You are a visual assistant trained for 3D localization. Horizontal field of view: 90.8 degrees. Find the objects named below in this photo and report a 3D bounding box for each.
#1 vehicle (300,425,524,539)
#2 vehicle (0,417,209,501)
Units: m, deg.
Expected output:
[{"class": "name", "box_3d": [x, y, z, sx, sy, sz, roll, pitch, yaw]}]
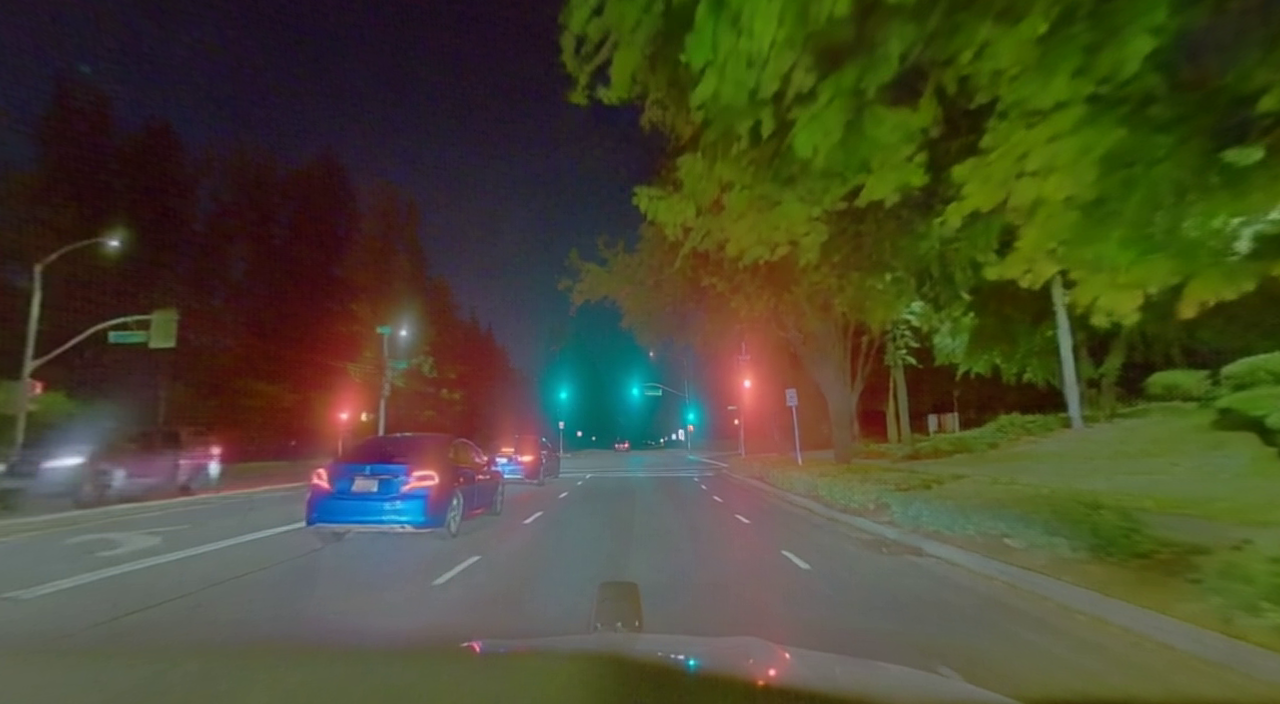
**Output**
[{"class": "vehicle", "box_3d": [-3.445, 2.080, 10.736, 2.038, 1.486, 4.678, 0, -9, 0]}, {"class": "vehicle", "box_3d": [-17.117, 3.411, 20.521, 2.496, 2.351, 5.293, 0, -9, -1]}]
